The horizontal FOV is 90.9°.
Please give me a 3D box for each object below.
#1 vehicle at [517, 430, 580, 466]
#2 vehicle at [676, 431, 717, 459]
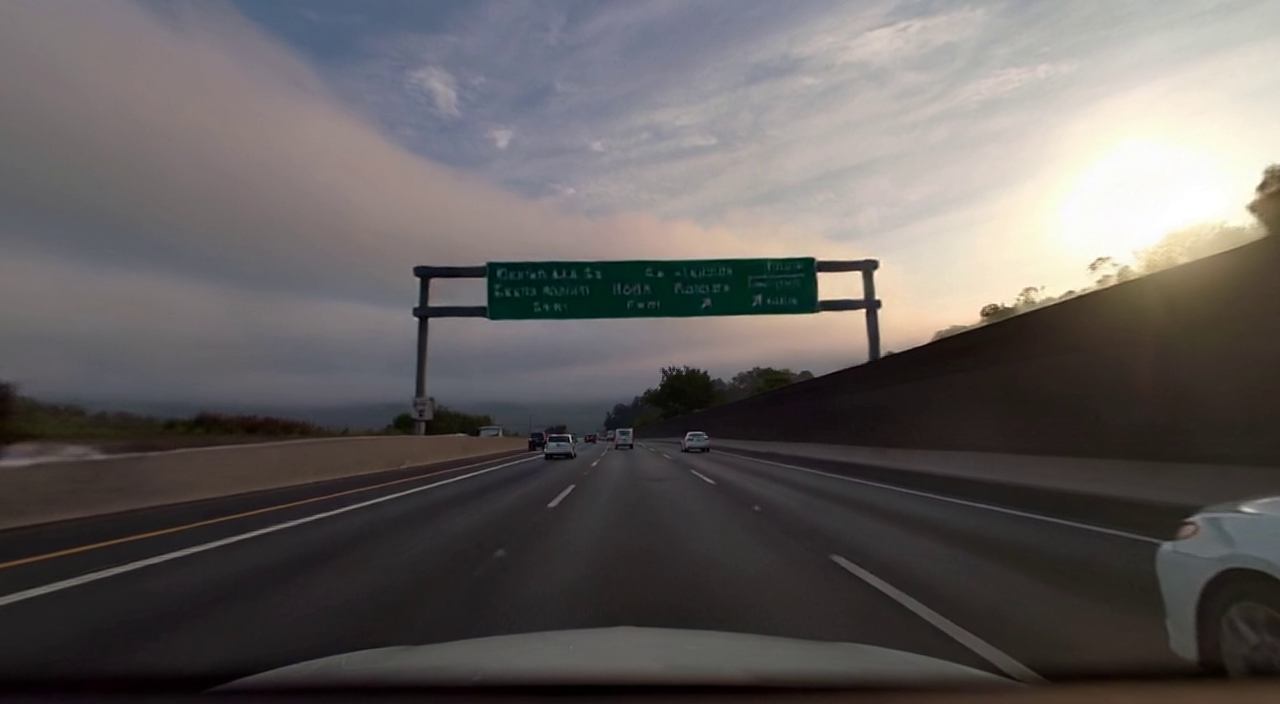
[{"bbox_3d":[-4.018,4.272,28.316,2.204,1.486,4.121,0,-8,0],"label":"vehicle"},{"bbox_3d":[3.100,5.169,35.100,1.806,1.469,3.681,0,-8,-2],"label":"vehicle"}]
